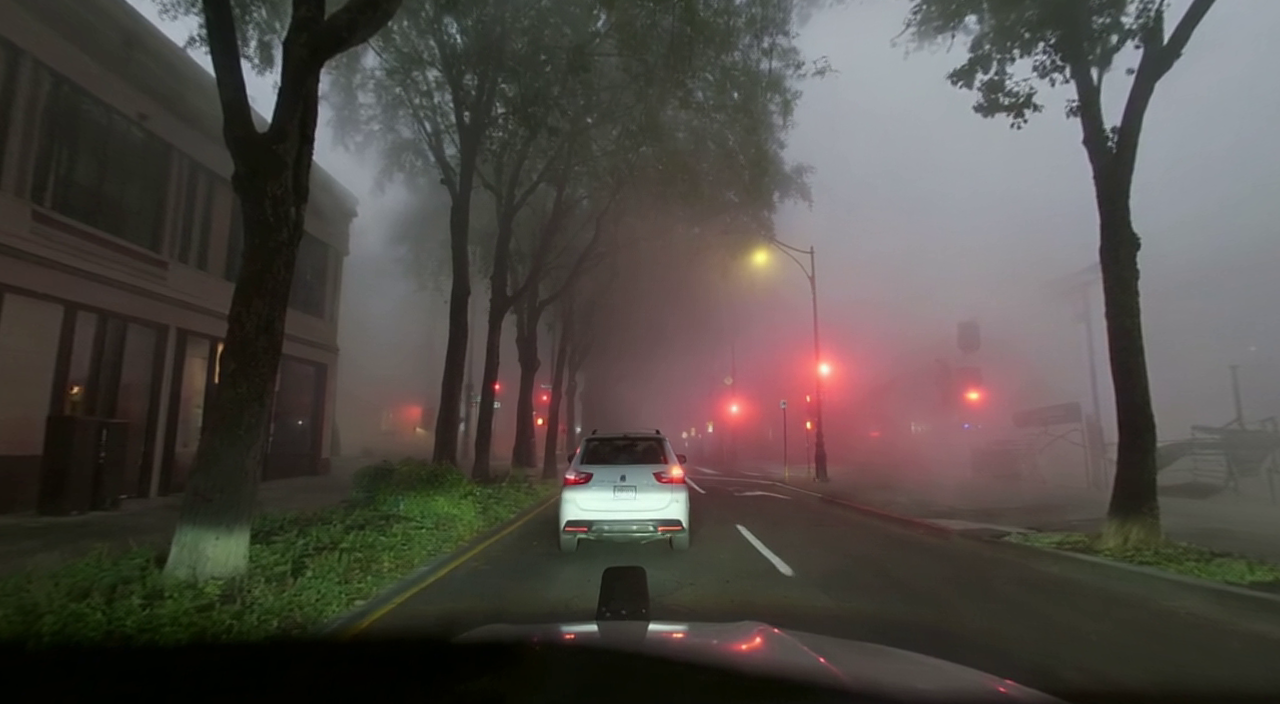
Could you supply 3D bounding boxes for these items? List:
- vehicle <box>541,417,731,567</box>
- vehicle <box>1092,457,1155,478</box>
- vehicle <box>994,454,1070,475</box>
[{"bbox_3d":[-0.087,1.824,8.925,2.079,1.621,3.861,0,-8,-1],"label":"vehicle"},{"bbox_3d":[36.732,8.776,47.914,3.445,1.363,1.608,2,-8,-1],"label":"vehicle"},{"bbox_3d":[29.755,8.530,47.913,4.668,1.441,1.904,1,-9,-6],"label":"vehicle"}]
